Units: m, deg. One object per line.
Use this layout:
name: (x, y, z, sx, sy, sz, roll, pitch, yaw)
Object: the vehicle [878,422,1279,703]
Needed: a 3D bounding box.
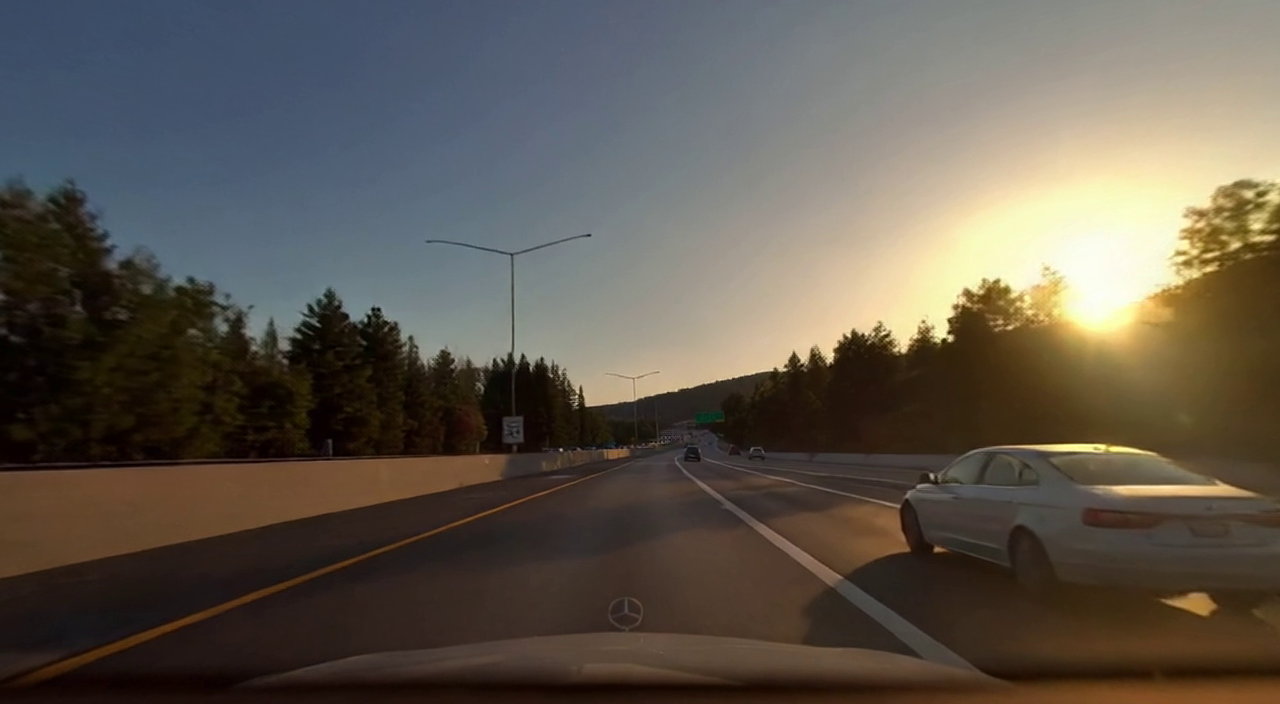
vehicle: (3.813, 1.418, 5.333, 1.938, 1.456, 4.204, 0, -9, 0)
